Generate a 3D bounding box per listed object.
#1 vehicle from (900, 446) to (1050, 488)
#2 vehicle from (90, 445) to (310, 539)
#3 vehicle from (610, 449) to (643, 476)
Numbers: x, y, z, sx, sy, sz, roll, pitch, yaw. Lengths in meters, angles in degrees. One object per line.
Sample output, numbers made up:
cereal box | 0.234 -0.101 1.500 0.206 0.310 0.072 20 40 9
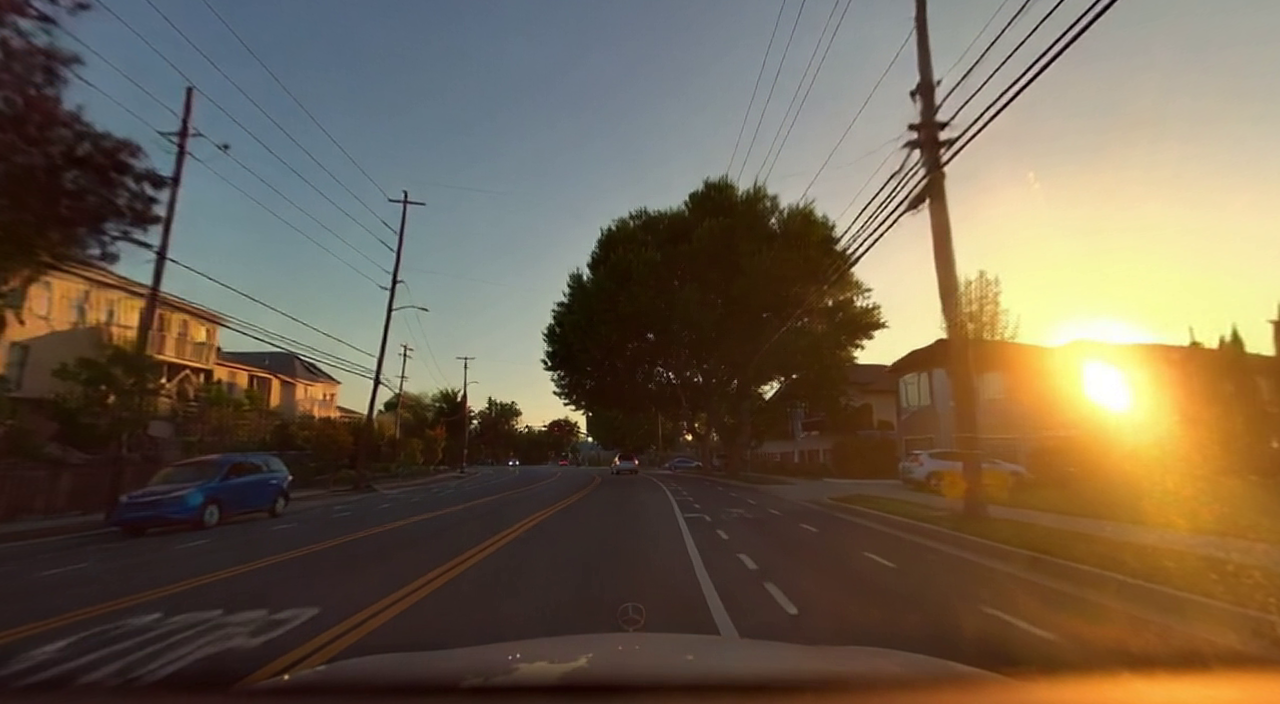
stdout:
vehicle | 12.745 4.381 24.201 4.648 1.511 1.919 0 -8 -2
vehicle | -11.143 3.487 16.623 1.998 2.047 5.167 0 -8 0
vehicle | -0.928 8.204 46.970 2.284 1.741 4.702 2 -8 1
